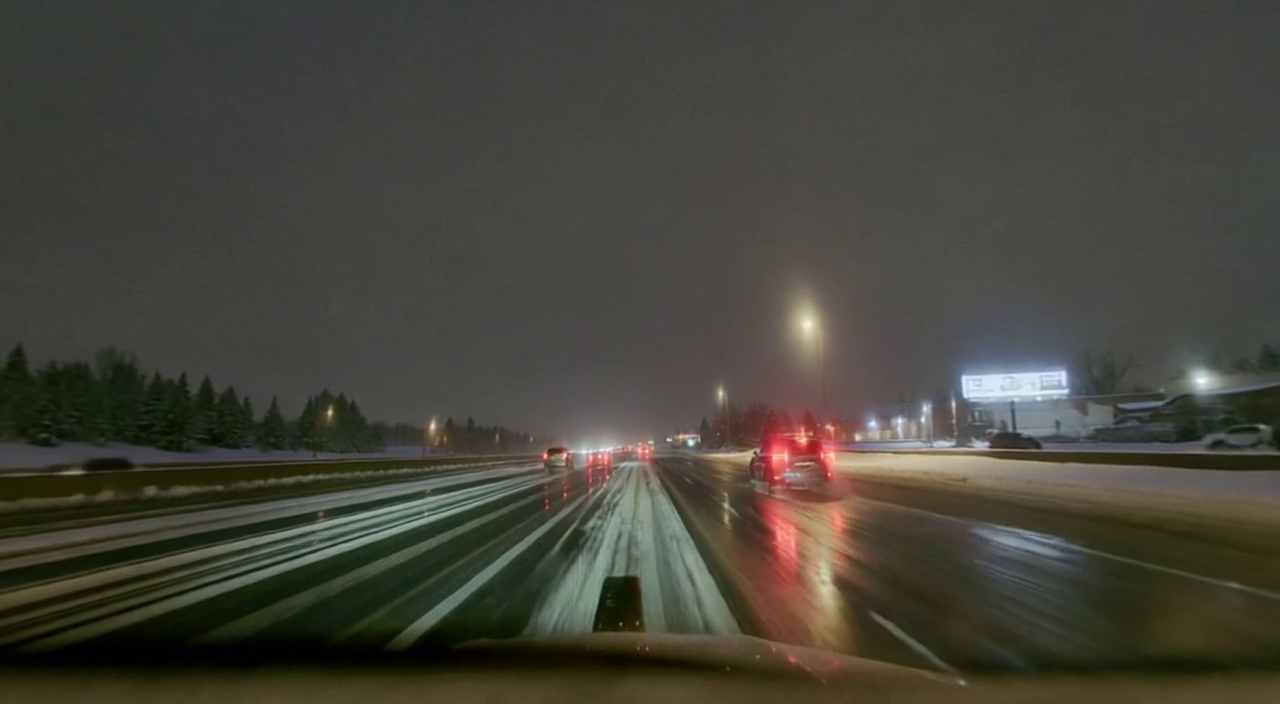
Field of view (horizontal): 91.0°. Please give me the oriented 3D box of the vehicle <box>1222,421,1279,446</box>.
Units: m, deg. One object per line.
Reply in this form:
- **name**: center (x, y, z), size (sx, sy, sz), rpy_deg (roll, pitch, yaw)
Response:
- **vehicle**: center (44.927, 5.840, 45.017), size (4.543, 1.707, 1.983), rpy_deg (0, -9, -1)

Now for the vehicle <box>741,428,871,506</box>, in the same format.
- **vehicle**: center (4.197, 3.006, 16.851), size (2.109, 1.764, 4.704), rpy_deg (0, -9, -1)

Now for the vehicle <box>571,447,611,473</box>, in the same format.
- **vehicle**: center (-3.016, 6.728, 39.436), size (2.139, 1.510, 4.506), rpy_deg (0, -9, 0)

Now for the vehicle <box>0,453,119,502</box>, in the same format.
- **vehicle**: center (-23.567, 4.749, 24.244), size (2.206, 1.671, 5.566), rpy_deg (0, -9, 0)
